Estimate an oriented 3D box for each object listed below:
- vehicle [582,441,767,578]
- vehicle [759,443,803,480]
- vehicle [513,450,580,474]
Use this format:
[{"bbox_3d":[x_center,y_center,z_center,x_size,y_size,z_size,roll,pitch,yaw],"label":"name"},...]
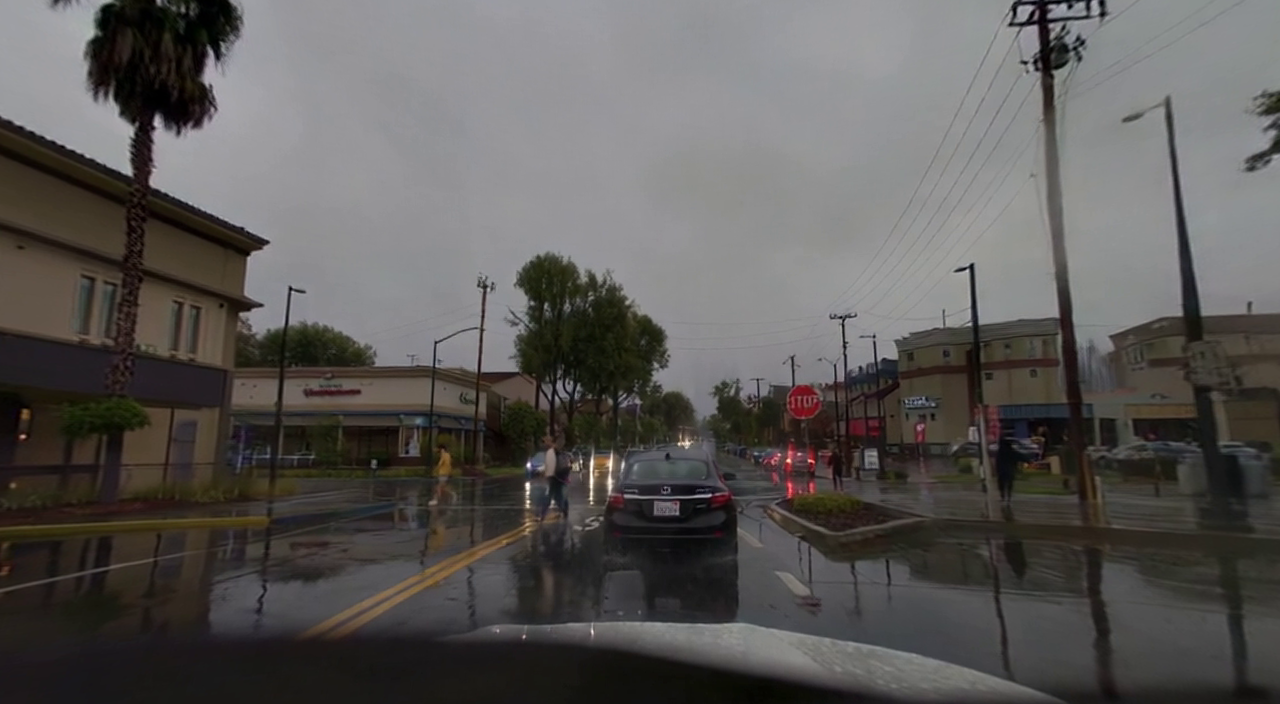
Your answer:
[{"bbox_3d":[0.539,2.045,9.026,2.031,1.479,3.969,-1,-9,5],"label":"vehicle"},{"bbox_3d":[9.410,7.257,42.174,2.467,2.369,1.577,6,-10,-35],"label":"vehicle"},{"bbox_3d":[-6.909,8.103,46.854,4.529,1.682,1.895,7,-11,-36],"label":"vehicle"}]
